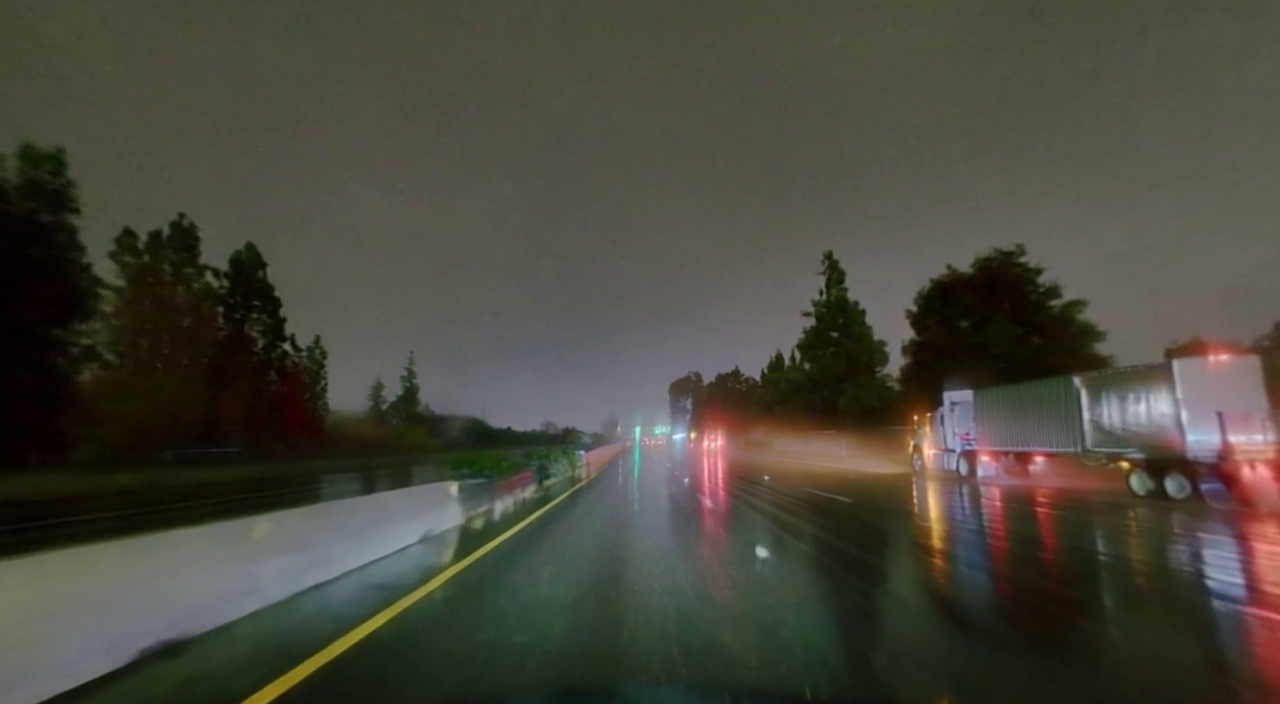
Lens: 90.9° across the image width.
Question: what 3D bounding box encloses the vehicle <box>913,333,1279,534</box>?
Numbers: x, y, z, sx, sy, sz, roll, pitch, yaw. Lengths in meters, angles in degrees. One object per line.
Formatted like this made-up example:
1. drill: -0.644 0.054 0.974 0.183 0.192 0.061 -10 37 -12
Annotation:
1. vehicle: 10.735 2.056 15.607 2.960 3.207 10.950 0 -8 0
